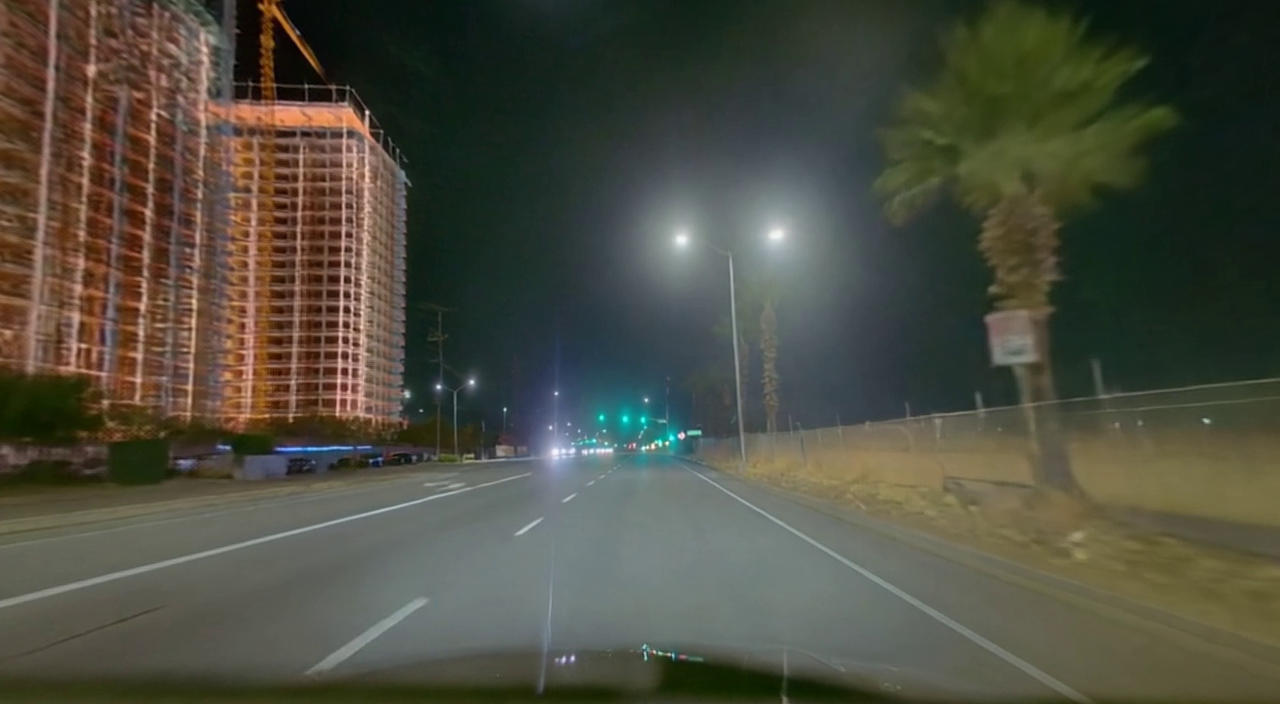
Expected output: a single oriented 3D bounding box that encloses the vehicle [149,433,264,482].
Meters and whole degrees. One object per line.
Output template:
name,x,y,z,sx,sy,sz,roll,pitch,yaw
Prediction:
vehicle,-26.694,6.430,38.776,6.454,2.718,3.175,-5,-10,30
